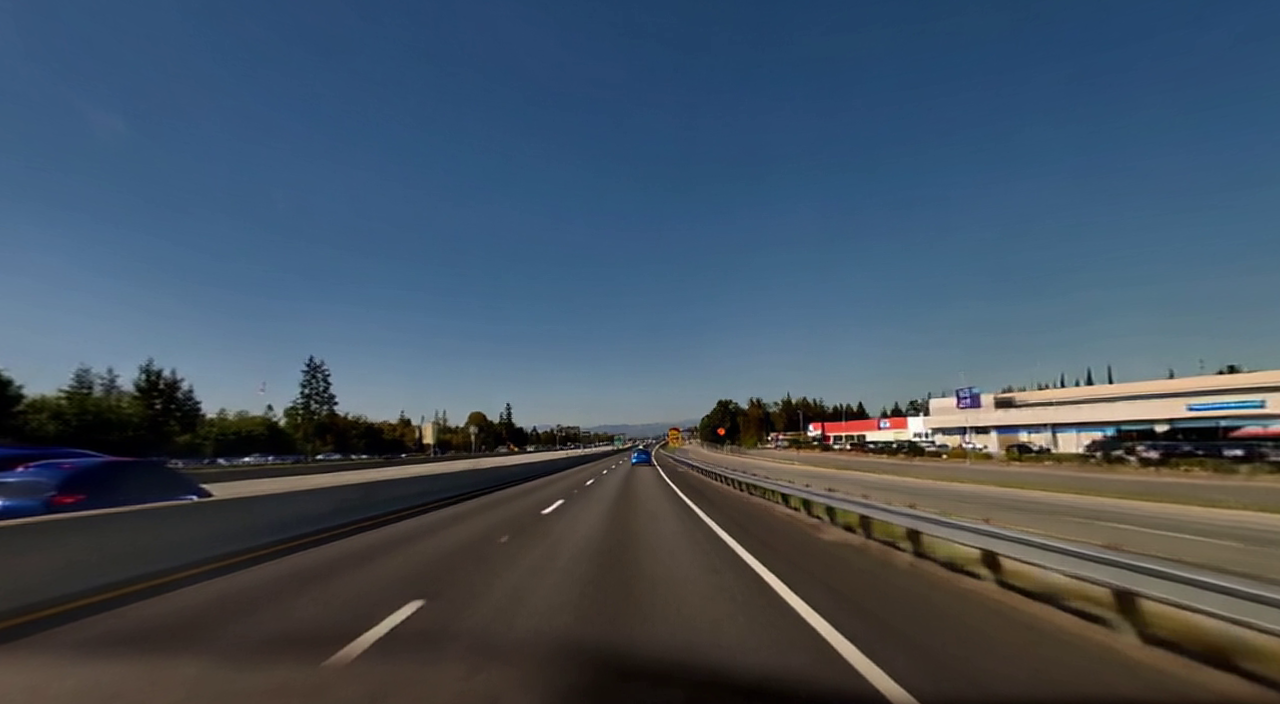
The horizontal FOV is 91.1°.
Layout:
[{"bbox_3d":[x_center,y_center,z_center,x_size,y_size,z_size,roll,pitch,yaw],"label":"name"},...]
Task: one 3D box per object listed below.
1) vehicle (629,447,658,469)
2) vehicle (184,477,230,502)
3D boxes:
[{"bbox_3d":[0.281,7.689,45.769,2.014,1.507,3.960,0,-9,0],"label":"vehicle"},{"bbox_3d":[-29.986,9.502,43.642,1.803,1.413,4.306,4,-10,-24],"label":"vehicle"}]
